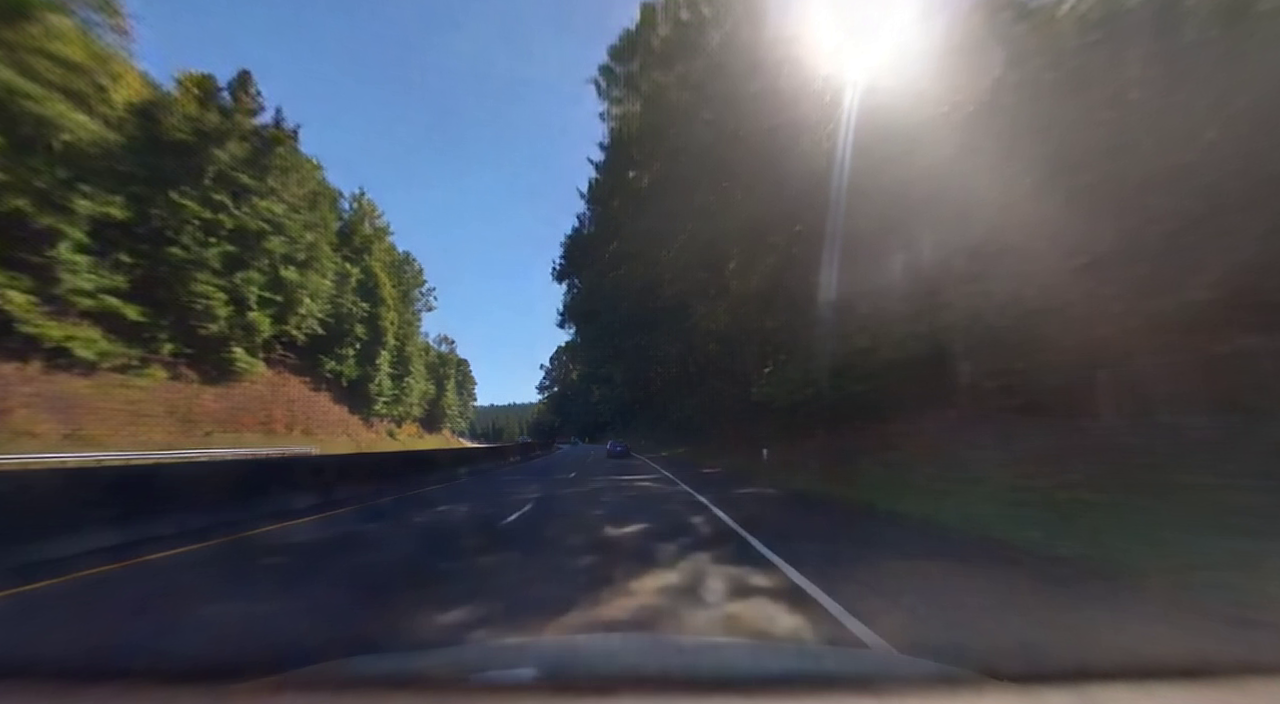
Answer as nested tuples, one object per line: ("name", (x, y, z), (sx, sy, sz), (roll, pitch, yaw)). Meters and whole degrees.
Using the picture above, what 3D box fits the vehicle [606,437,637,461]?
("vehicle", (-1.315, 6.636, 43.320), (2.004, 1.515, 3.968), (0, -8, -3))
